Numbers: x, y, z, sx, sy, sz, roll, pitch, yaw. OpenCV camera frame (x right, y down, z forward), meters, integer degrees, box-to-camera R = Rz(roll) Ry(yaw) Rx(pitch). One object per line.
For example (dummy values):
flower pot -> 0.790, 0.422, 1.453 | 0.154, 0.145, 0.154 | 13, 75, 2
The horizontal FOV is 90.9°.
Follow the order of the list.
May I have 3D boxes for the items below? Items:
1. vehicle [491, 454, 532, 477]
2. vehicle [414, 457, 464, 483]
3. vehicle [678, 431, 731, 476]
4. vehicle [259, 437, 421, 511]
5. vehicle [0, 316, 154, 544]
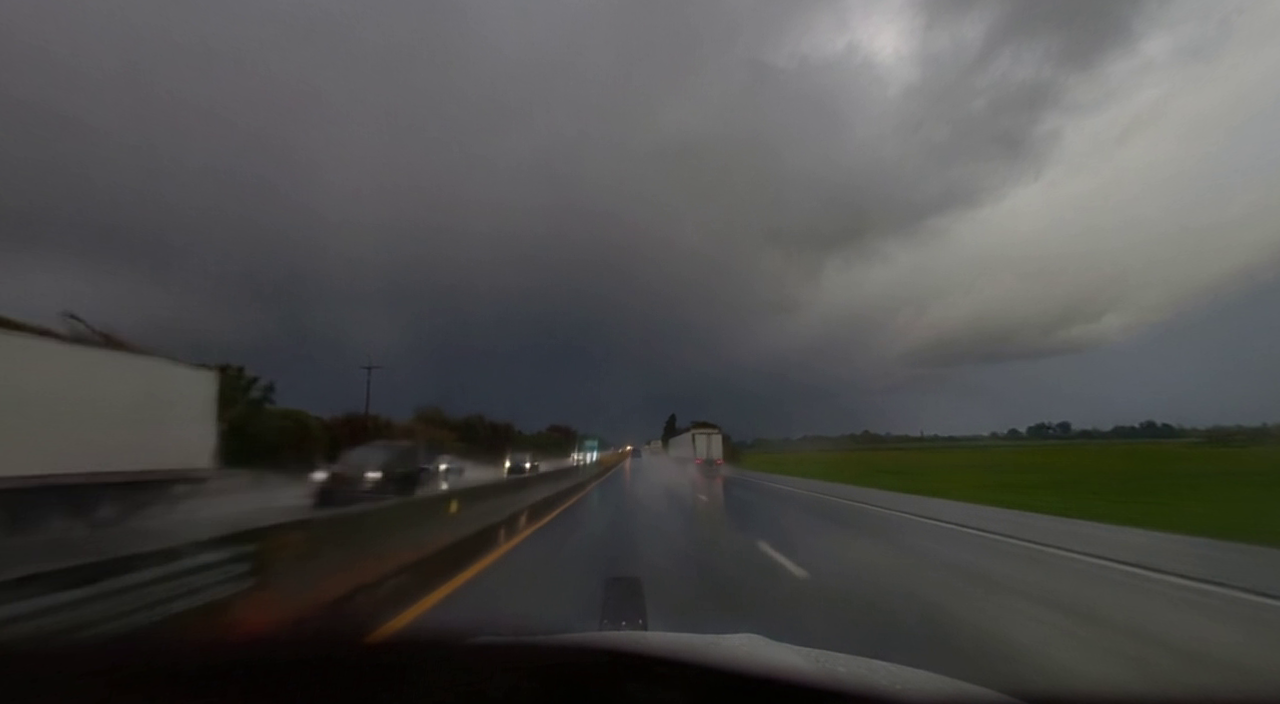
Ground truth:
vehicle -> -9.097, 8.033, 44.847 | 1.989, 1.540, 4.178 | 0, -9, 1
vehicle -> -12.542, 7.363, 39.560 | 1.841, 1.447, 3.943 | 0, -9, 0
vehicle -> 3.843, 6.211, 38.620 | 2.472, 2.562, 5.594 | 0, -9, -2
vehicle -> -8.507, 3.508, 18.583 | 2.140, 1.850, 5.186 | 0, -9, 1
vehicle -> -13.229, 1.061, 9.127 | 3.428, 4.062, 11.018 | 0, -9, 1
